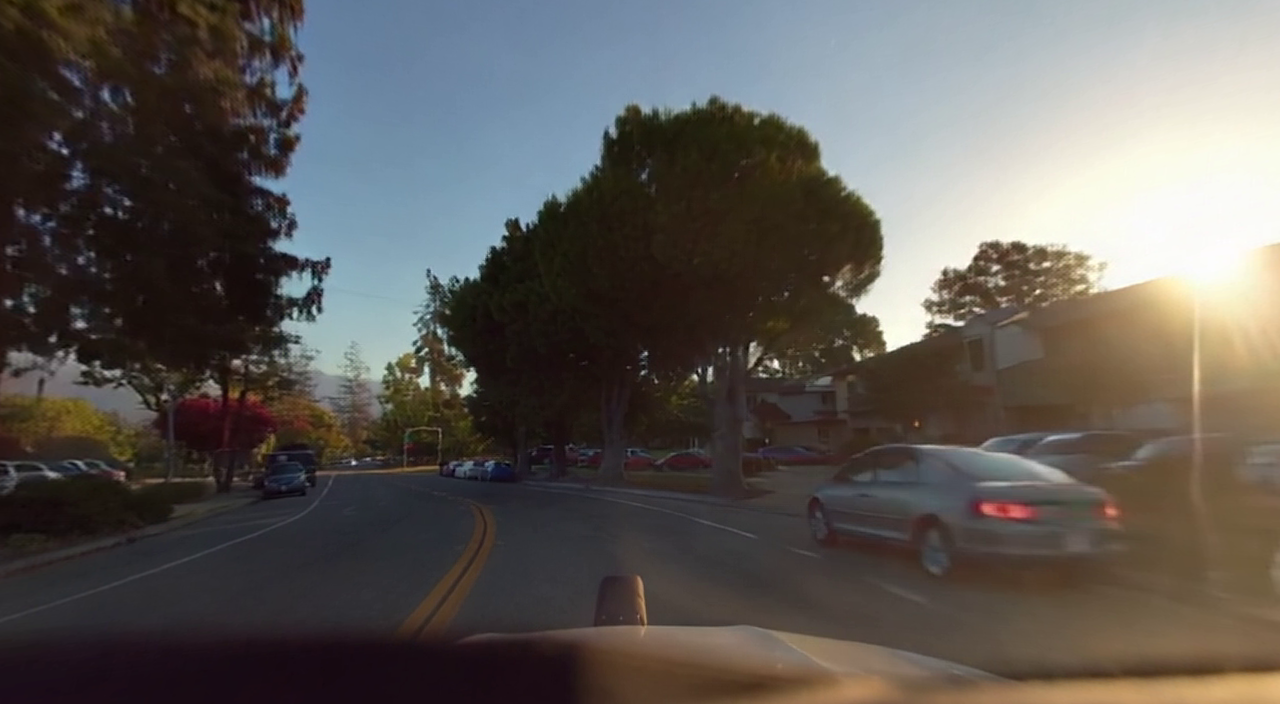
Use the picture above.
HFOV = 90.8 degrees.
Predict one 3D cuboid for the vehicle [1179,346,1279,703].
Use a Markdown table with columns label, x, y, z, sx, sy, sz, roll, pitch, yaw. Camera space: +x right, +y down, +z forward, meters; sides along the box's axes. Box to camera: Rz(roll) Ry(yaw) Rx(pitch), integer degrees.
| label | x | y | z | sx | sy | sz | roll | pitch | yaw |
| --- | --- | --- | --- | --- | --- | --- | --- | --- | --- |
| vehicle | 4.265 | 0.551 | 1.059 | 2.289 | 1.785 | 4.944 | 0 | -9 | 0 |

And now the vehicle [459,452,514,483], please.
| label | x | y | z | sx | sy | sz | roll | pitch | yaw |
| --- | --- | --- | --- | --- | --- | --- | --- | --- | --- |
| vehicle | -10.308 | 7.635 | 42.097 | 2.255 | 1.863 | 5.629 | 4 | -10 | -26 |

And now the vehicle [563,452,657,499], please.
| label | x | y | z | sx | sy | sz | roll | pitch | yaw |
| --- | --- | --- | --- | --- | --- | --- | --- | --- | --- |
| vehicle | -1.216 | 4.391 | 22.935 | 1.884 | 1.508 | 4.713 | 4 | -10 | -23 |

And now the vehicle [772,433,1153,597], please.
| label | x | y | z | sx | sy | sz | roll | pitch | yaw |
| --- | --- | --- | --- | --- | --- | --- | --- | --- | --- |
| vehicle | 3.621 | 1.905 | 8.376 | 2.066 | 1.509 | 4.579 | 1 | -9 | -10 |

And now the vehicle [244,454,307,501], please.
| label | x | y | z | sx | sy | sz | roll | pitch | yaw |
| --- | --- | --- | --- | --- | --- | --- | --- | --- | --- |
| vehicle | -16.655 | 5.755 | 29.121 | 2.171 | 1.838 | 5.344 | 1 | -10 | -27 |
